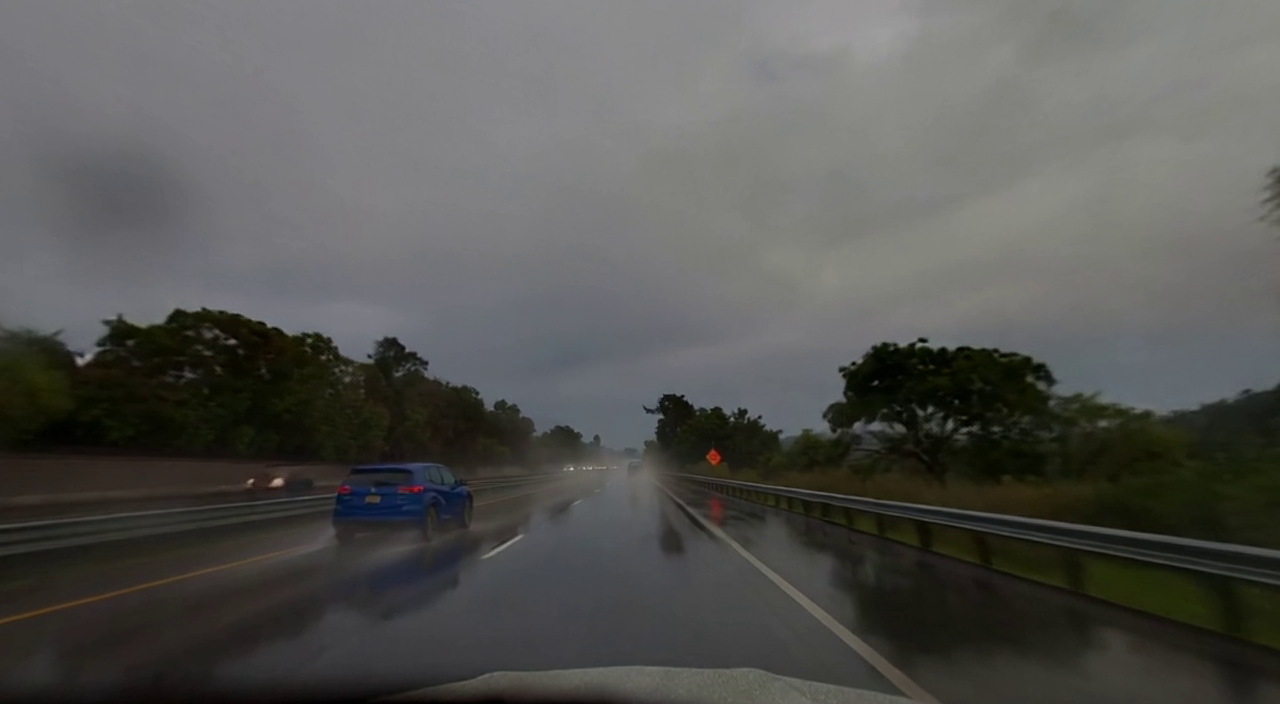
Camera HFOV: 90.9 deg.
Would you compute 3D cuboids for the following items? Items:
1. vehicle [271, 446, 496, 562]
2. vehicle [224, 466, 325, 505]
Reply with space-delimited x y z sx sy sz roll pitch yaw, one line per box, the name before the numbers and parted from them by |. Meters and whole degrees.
vehicle | -3.959 2.454 10.651 2.017 1.516 4.041 1 -11 1
vehicle | -15.645 5.736 27.280 1.856 1.480 4.381 1 -11 -2
